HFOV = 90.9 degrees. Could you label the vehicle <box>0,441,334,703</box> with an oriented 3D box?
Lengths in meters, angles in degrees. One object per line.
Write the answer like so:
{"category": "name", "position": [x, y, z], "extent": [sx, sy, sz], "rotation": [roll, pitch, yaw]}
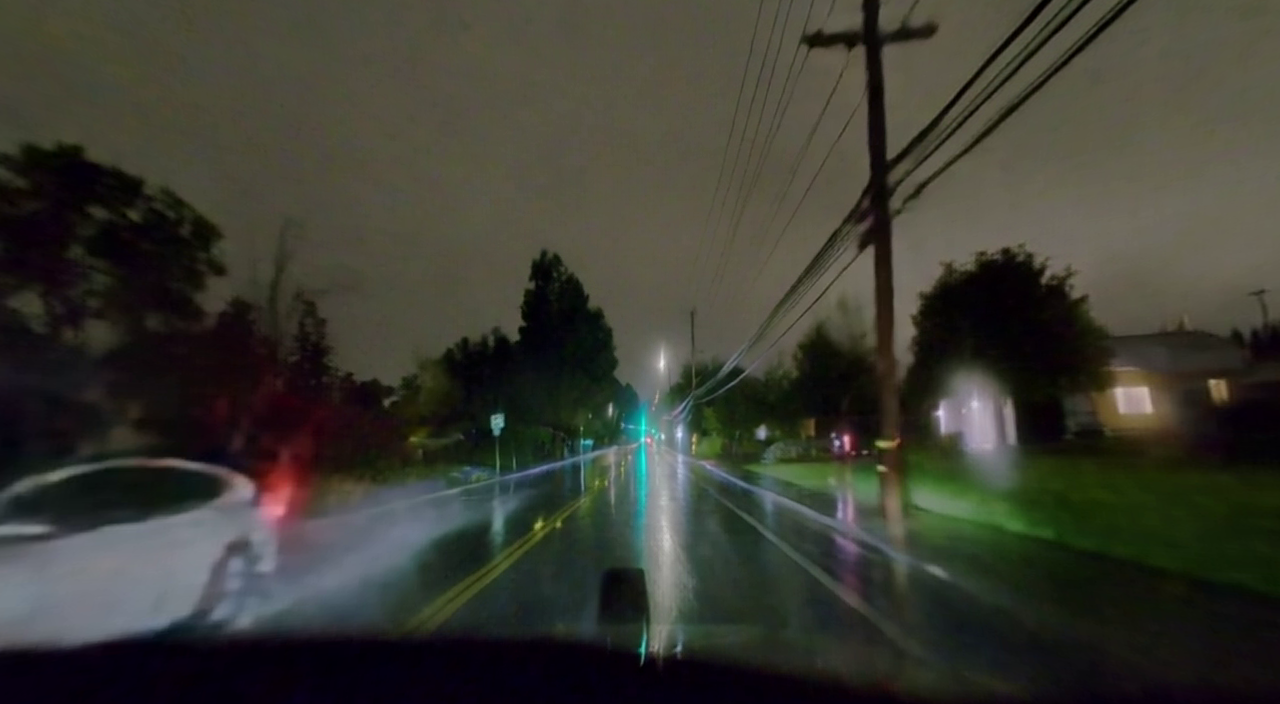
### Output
{"category": "vehicle", "position": [-3.894, 1.288, 3.614], "extent": [2.028, 1.488, 4.392], "rotation": [-1, -9, 1]}

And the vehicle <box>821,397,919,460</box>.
{"category": "vehicle", "position": [7.806, 2.735, 21.907], "extent": [1.878, 1.743, 4.556], "rotation": [-7, -9, 4]}
